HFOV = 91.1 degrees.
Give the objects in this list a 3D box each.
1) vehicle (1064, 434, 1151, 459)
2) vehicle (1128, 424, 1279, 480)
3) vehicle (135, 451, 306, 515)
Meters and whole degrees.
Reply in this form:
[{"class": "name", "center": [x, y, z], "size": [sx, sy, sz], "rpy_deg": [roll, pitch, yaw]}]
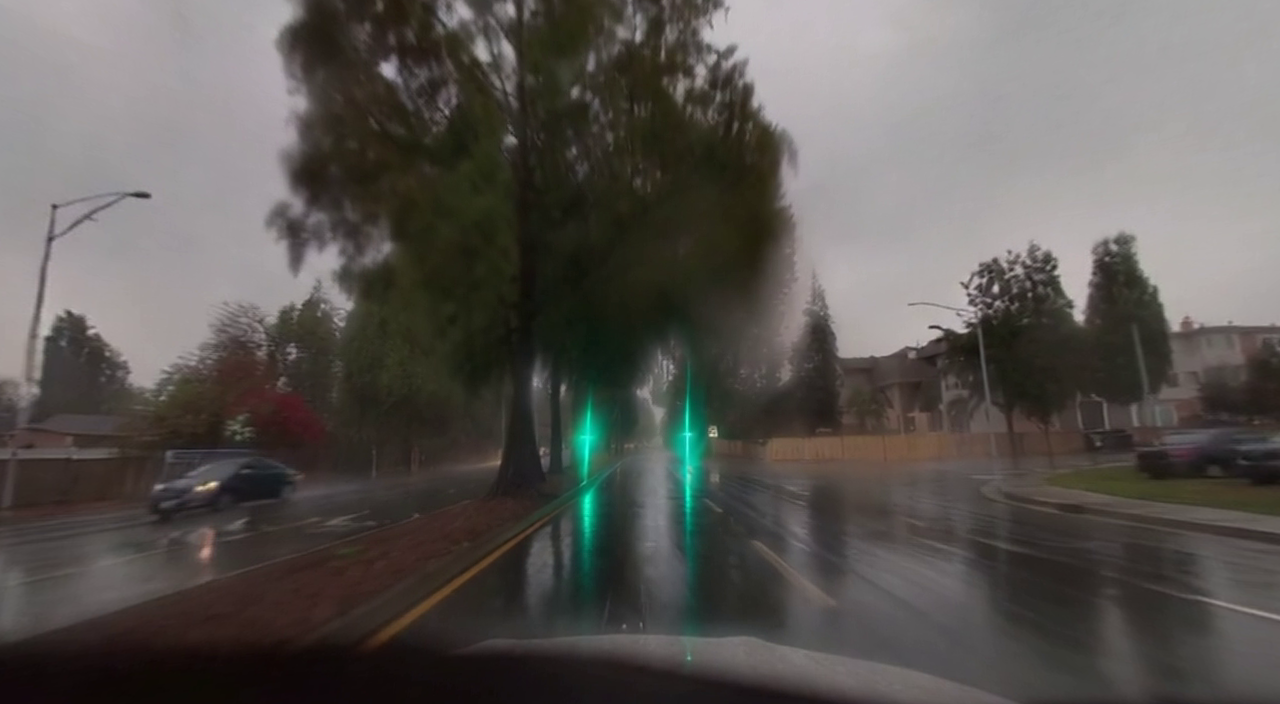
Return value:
[{"class": "vehicle", "center": [26.204, 5.304, 35.406], "size": [1.624, 1.311, 4.222], "rpy_deg": [0, -8, -1]}, {"class": "vehicle", "center": [17.206, 2.802, 17.763], "size": [5.126, 1.469, 2.009], "rpy_deg": [0, -8, -1]}, {"class": "vehicle", "center": [-12.716, 3.944, 19.506], "size": [2.007, 1.655, 4.649], "rpy_deg": [-1, -8, 1]}]
